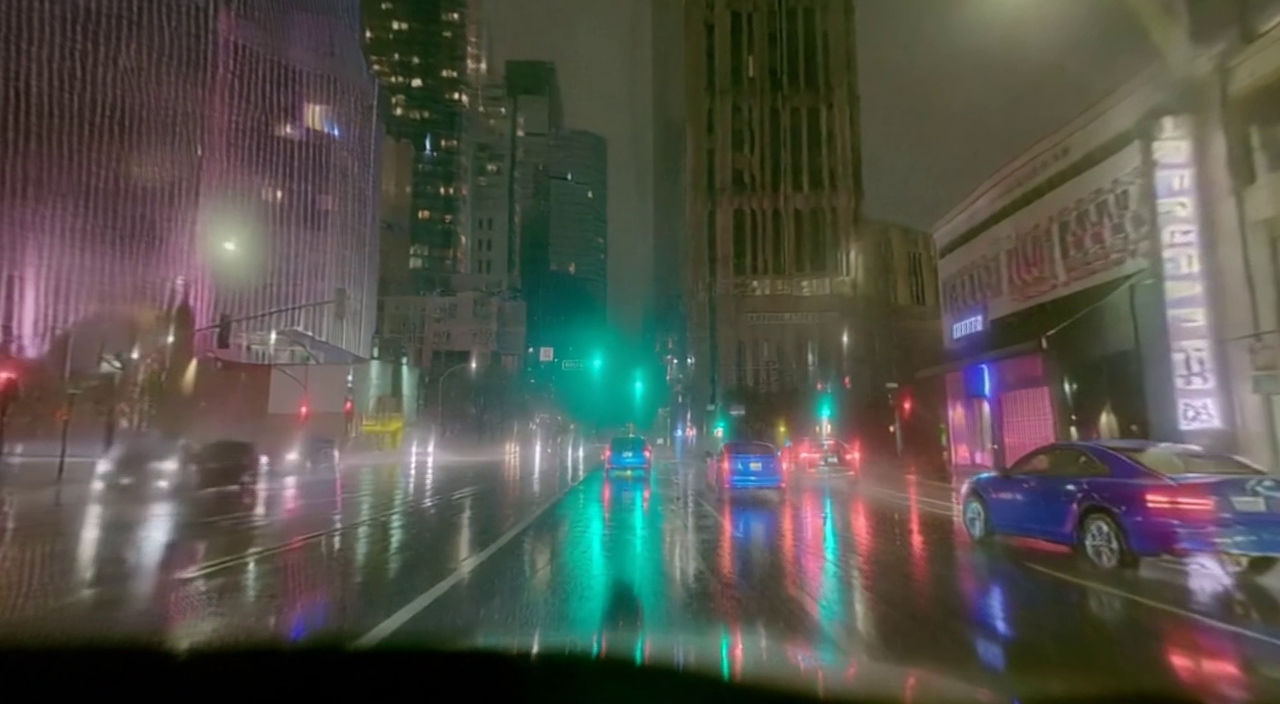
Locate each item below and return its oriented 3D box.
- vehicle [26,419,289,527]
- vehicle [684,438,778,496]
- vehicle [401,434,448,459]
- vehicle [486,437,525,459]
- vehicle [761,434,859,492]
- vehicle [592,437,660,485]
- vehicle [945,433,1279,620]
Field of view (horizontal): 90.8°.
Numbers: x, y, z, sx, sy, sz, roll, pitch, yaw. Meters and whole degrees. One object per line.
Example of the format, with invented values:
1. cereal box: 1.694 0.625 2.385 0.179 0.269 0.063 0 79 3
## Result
1. vehicle: -9.349 2.356 12.873 1.827 1.787 4.474 0 -9 -1
2. vehicle: 2.492 3.291 18.485 1.987 1.484 4.427 0 -9 -2
3. vehicle: -15.639 6.900 46.162 1.932 1.760 4.422 0 -9 -1
4. vehicle: -10.033 7.220 47.440 1.960 1.568 4.511 0 -9 0
5. vehicle: 5.648 3.739 21.656 2.015 1.745 4.444 0 -9 -2
6. vehicle: -0.460 3.666 21.497 2.096 1.457 4.160 0 -8 -1
7. vehicle: 5.774 1.754 7.468 1.914 1.484 4.639 0 -9 -2
